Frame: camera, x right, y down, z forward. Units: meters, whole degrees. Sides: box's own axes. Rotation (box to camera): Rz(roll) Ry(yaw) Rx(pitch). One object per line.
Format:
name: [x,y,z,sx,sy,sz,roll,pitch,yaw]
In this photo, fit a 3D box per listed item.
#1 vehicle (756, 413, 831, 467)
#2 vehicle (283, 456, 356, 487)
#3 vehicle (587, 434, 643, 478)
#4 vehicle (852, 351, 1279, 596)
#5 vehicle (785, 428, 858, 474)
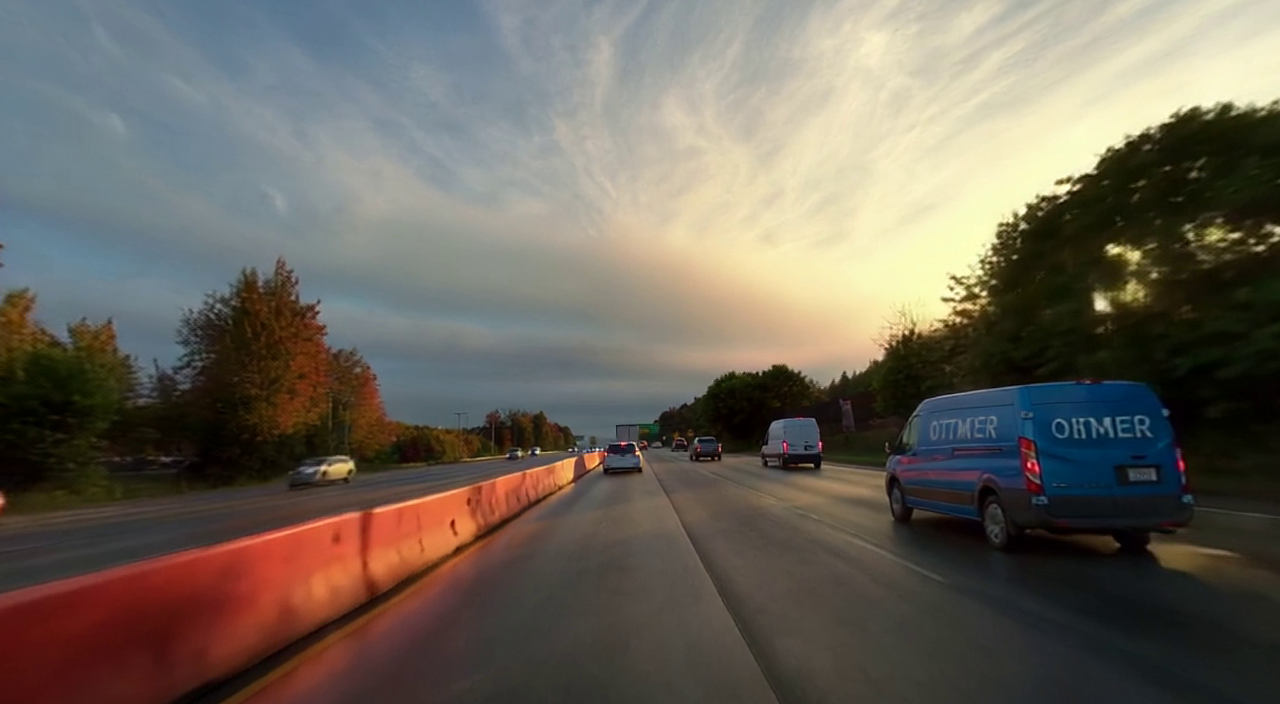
vehicle: [8.076,4.744,33.842,2.385,2.635,5.633,0,-8,-2]
vehicle: [-18.223,6.781,36.034,1.868,1.545,4.470,0,-8,0]
vehicle: [-0.987,4.175,25.524,2.100,1.636,3.620,0,-8,-2]
vehicle: [4.750,1.346,7.825,2.223,2.008,5.121,0,-8,-2]
vehicle: [8.232,4.509,28.870,2.255,1.960,3.229,0,-8,-1]
